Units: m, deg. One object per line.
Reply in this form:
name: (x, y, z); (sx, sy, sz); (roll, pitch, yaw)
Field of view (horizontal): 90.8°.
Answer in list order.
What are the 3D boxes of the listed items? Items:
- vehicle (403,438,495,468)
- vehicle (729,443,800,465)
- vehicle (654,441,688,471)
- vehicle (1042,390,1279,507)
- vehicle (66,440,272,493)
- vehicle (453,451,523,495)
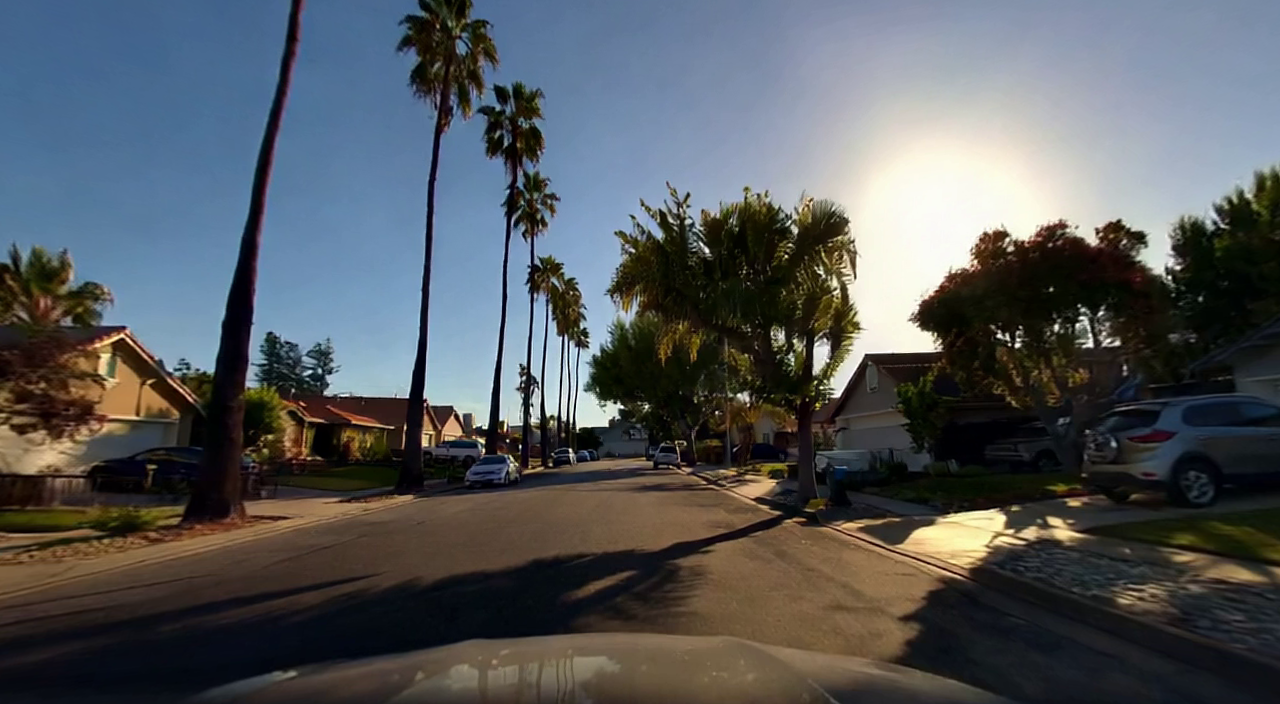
vehicle: (-12.541, 6.680, 41.847); (5.340, 1.948, 2.398); (0, -9, -2)
vehicle: (8.854, 7.293, 45.199); (4.643, 1.520, 1.826); (0, -9, 1)
vehicle: (2.188, 7.557, 46.202); (2.184, 2.038, 6.212); (0, -9, 0)
vehicle: (9.681, 1.613, 10.614); (4.389, 1.754, 2.040); (0, -9, 1)
vehicle: (-13.351, 3.266, 18.163); (4.283, 1.400, 1.926); (0, -9, -3)
vehicle: (-6.094, 4.895, 25.937); (1.949, 1.511, 4.466); (0, -8, -2)
